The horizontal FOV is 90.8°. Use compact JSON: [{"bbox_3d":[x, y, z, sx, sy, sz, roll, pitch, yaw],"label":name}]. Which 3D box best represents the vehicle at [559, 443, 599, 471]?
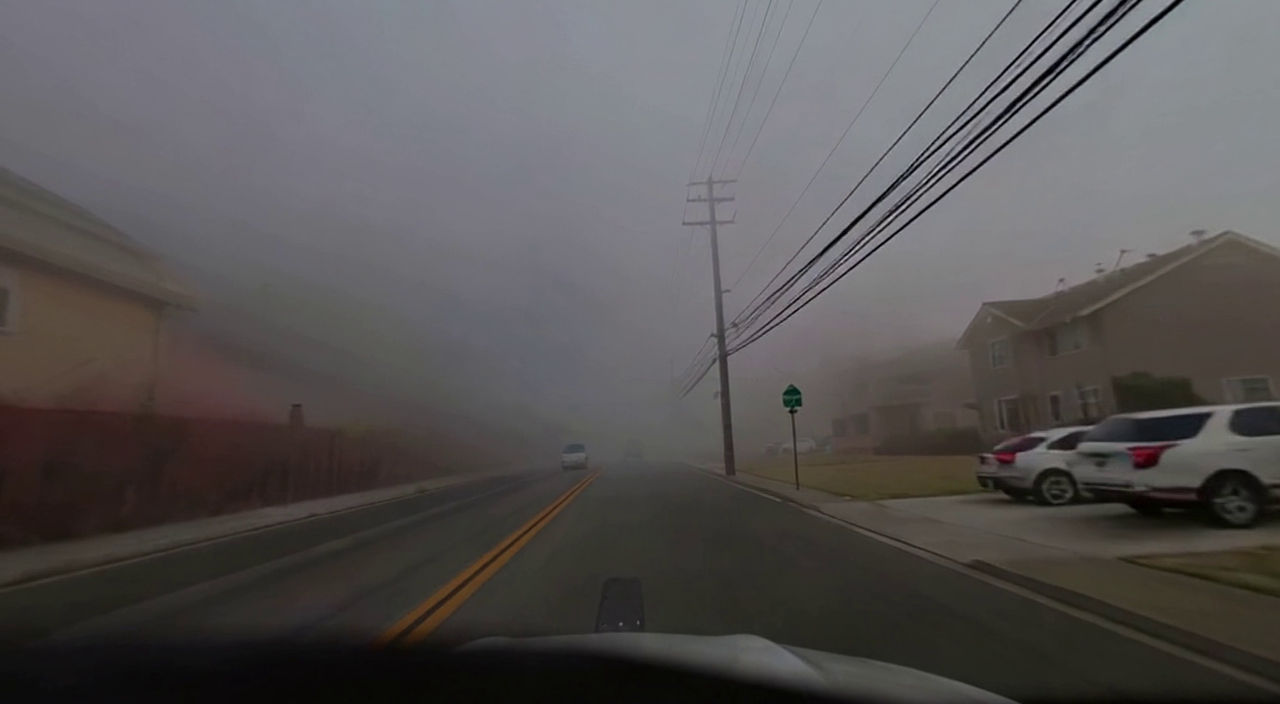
[{"bbox_3d":[-3.898,6.758,40.870,2.146,1.657,4.351,0,-9,0],"label":"vehicle"}]

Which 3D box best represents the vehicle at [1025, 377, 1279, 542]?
[{"bbox_3d":[9.396,1.557,9.450,5.590,2.067,2.553,0,-9,-3],"label":"vehicle"}]

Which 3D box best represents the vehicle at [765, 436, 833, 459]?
[{"bbox_3d":[12.311,7.434,49.105,4.701,1.745,2.083,0,-9,2],"label":"vehicle"}]
